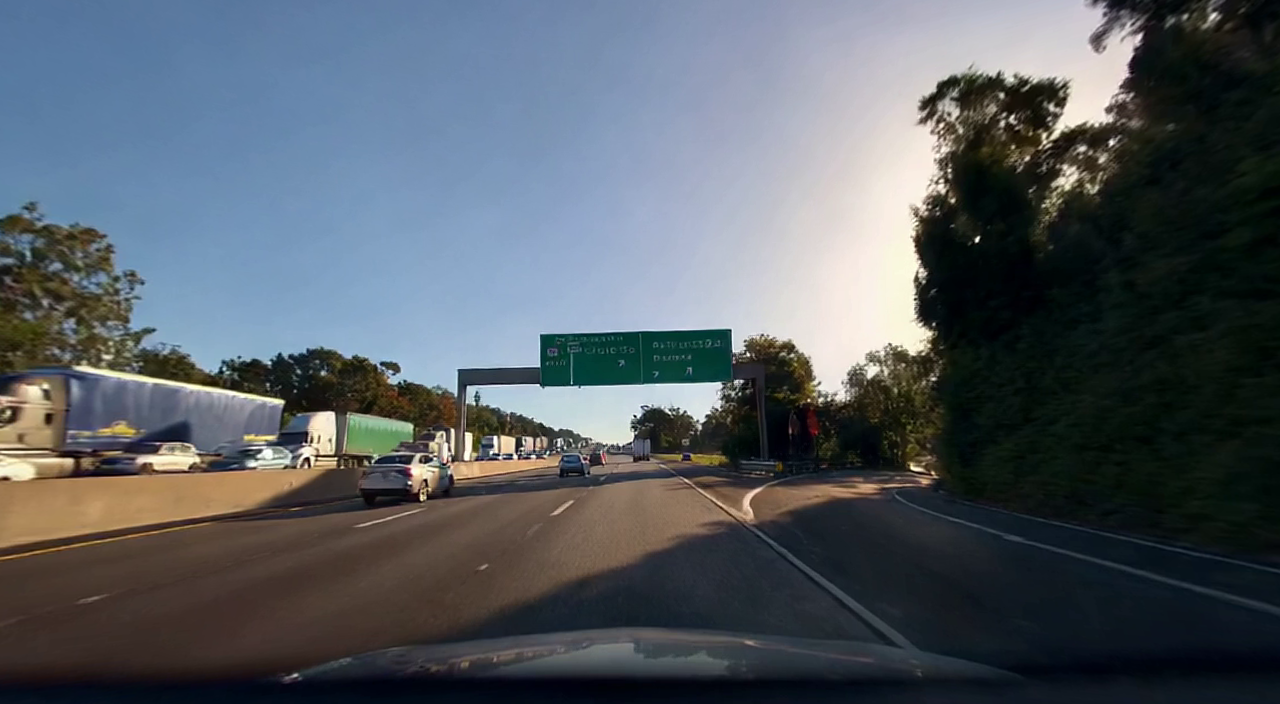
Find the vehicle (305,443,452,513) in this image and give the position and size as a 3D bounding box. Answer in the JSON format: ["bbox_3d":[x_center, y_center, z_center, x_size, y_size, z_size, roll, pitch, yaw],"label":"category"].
[{"bbox_3d":[-7.178,3.492,17.971,2.122,1.685,4.714,0,-9,0],"label":"vehicle"}]

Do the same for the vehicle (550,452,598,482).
[{"bbox_3d":[-3.392,5.980,33.027,2.076,1.453,4.094,0,-9,0],"label":"vehicle"}]

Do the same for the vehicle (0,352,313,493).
[{"bbox_3d":[-18.653,3.342,25.827,2.861,4.174,13.816,1,-11,0],"label":"vehicle"}]

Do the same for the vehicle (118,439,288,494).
[{"bbox_3d":[-14.666,3.870,21.678,2.115,1.618,5.215,0,-9,0],"label":"vehicle"}]
